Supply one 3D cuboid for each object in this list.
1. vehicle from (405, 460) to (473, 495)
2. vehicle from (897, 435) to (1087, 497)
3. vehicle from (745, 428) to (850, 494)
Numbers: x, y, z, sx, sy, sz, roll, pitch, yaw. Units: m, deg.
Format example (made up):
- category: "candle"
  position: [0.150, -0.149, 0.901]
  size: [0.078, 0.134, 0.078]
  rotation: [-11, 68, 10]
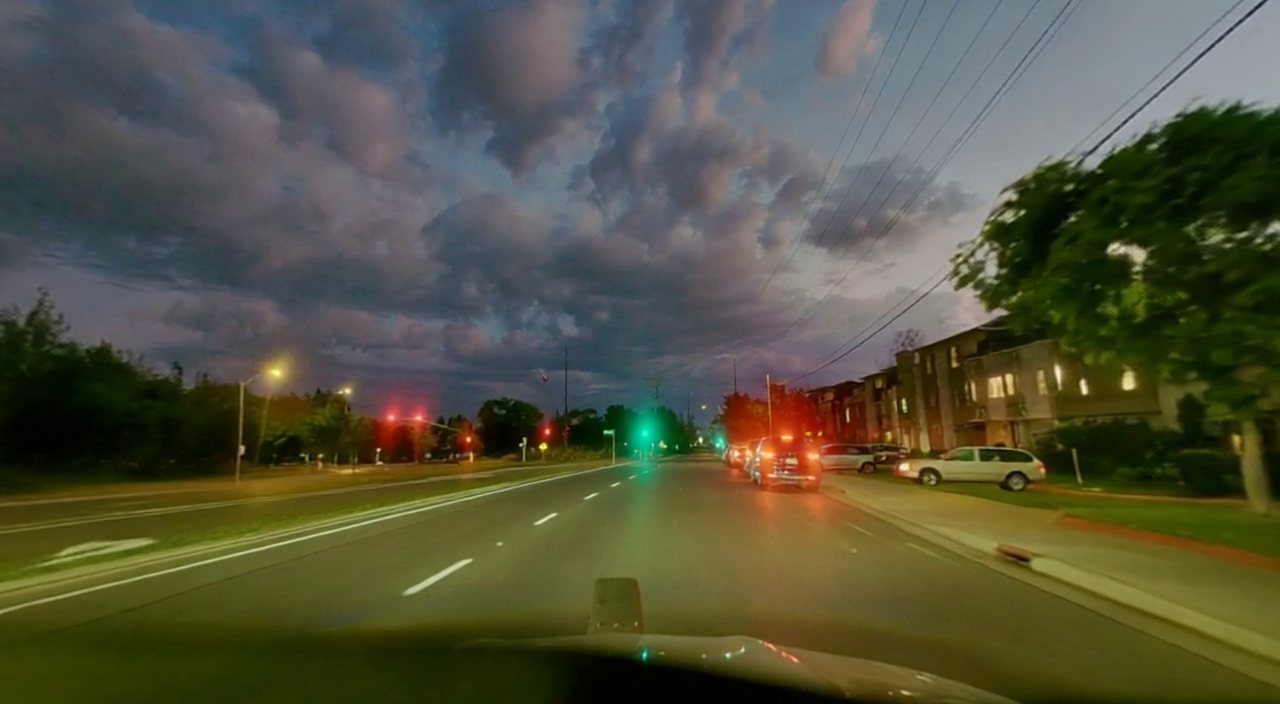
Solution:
- category: "vehicle"
  position: [-9.406, 5.860, 29.853]
  size: [1.688, 1.424, 3.786]
  rotation: [-1, -8, 5]
- category: "vehicle"
  position: [10.815, 3.488, 19.767]
  size: [2.038, 1.680, 4.660]
  rotation: [6, -10, -37]
- category: "vehicle"
  position: [4.789, 3.394, 20.119]
  size: [2.359, 1.817, 4.985]
  rotation: [-1, -8, 4]
